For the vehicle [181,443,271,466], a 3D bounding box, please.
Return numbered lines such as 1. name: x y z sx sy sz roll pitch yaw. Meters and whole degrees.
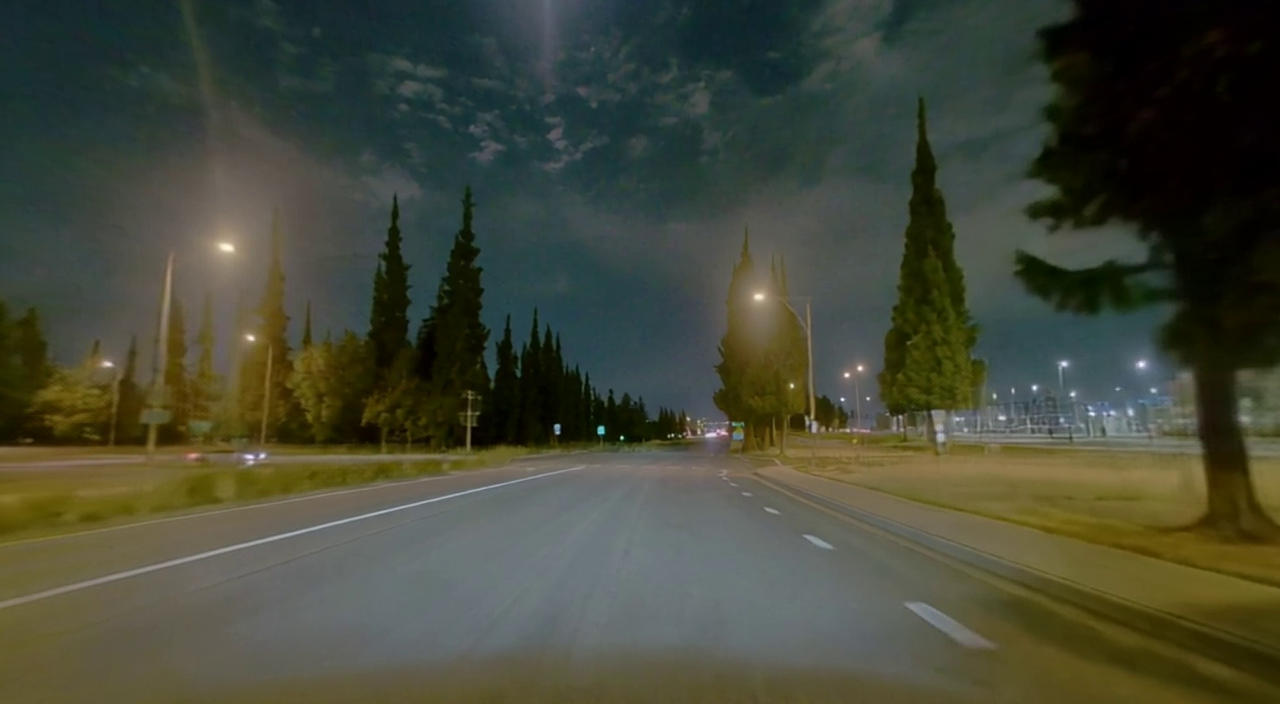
1. vehicle: -28.079 6.943 42.855 4.935 1.476 2.141 -2 -8 12
